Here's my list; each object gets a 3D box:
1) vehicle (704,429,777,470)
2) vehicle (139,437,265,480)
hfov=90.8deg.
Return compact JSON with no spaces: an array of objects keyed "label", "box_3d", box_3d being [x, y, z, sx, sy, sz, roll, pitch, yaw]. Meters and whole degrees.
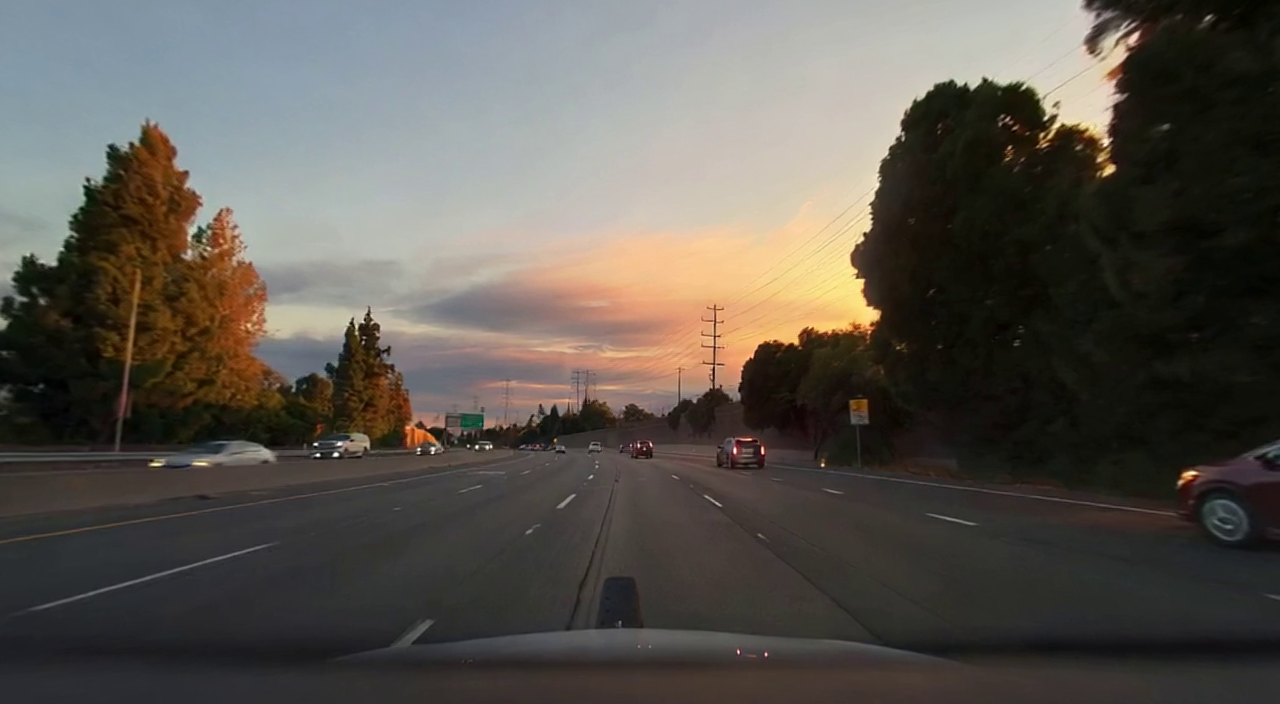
[{"label":"vehicle","box_3d":[5.377,5.387,34.922,2.504,2.033,5.979,1,-8,-6]},{"label":"vehicle","box_3d":[-18.726,4.564,27.346,2.272,1.706,4.604,0,-8,-2]}]
